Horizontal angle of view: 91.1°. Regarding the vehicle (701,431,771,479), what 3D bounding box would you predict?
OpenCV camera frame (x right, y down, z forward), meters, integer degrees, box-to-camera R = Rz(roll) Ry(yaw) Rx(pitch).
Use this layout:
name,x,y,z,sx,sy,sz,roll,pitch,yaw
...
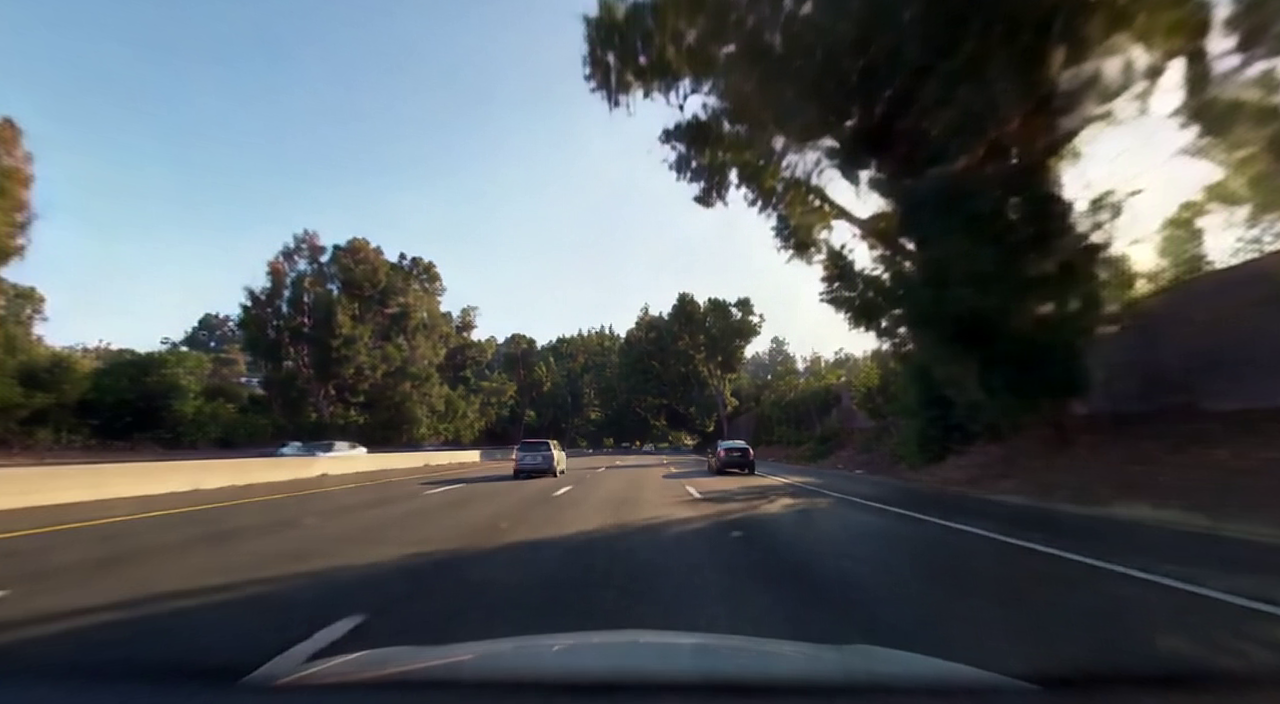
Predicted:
name,x,y,z,sx,sy,sz,roll,pitch,yaw
vehicle,3.900,4.270,26.303,2.149,1.796,4.487,0,-8,-1

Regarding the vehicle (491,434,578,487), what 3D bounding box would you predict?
name,x,y,z,sx,sy,sz,roll,pitch,yaw
vehicle,-3.471,3.663,21.562,2.166,1.608,4.297,0,-8,1

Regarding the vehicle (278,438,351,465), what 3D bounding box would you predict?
name,x,y,z,sx,sy,sz,roll,pitch,yaw
vehicle,-20.924,6.413,40.583,2.037,1.623,4.904,0,-8,1
